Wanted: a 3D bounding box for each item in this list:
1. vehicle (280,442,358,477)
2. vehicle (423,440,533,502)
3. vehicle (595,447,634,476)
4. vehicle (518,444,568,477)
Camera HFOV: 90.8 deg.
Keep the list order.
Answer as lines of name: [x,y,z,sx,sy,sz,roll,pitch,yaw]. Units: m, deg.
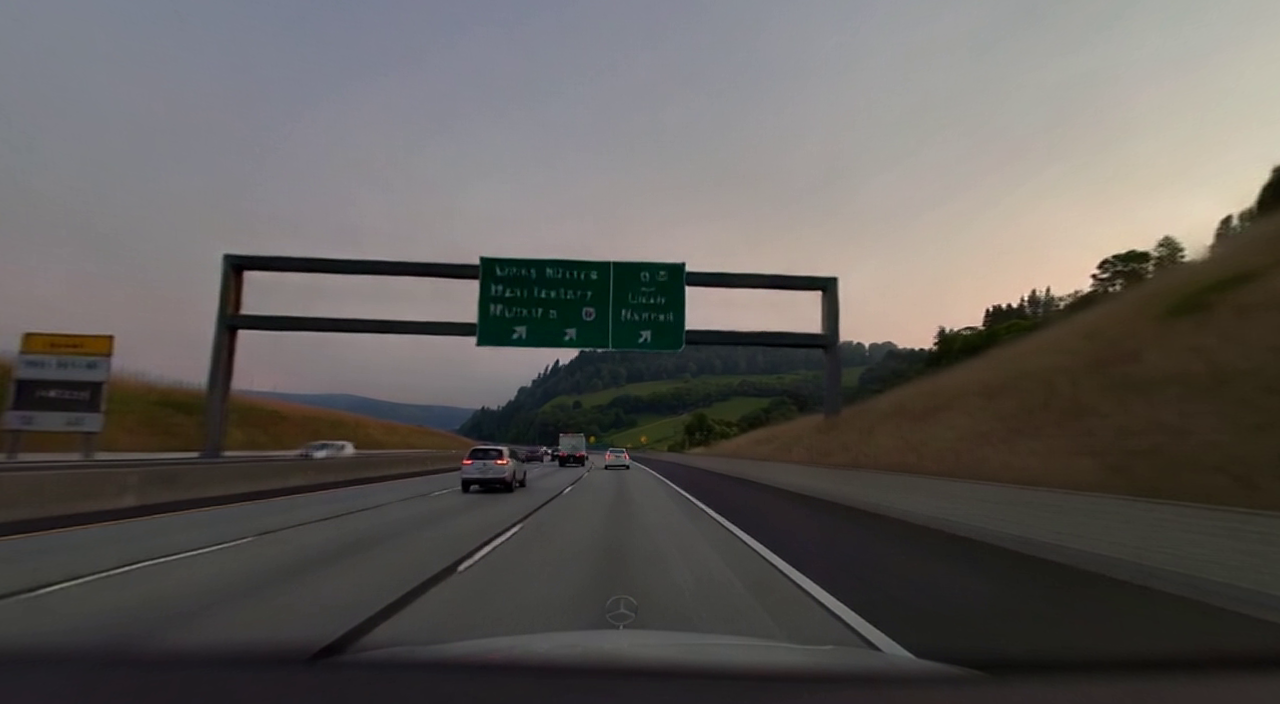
vehicle: [-15.402,5.171,30.509,1.869,1.545,3.739,0,-9,-2]
vehicle: [-4.653,3.481,18.867,2.208,1.619,4.162,0,-9,-1]
vehicle: [-1.415,6.002,34.810,1.988,1.440,4.201,0,-9,-3]
vehicle: [-5.202,5.865,34.292,2.118,1.624,4.032,0,-9,-1]
